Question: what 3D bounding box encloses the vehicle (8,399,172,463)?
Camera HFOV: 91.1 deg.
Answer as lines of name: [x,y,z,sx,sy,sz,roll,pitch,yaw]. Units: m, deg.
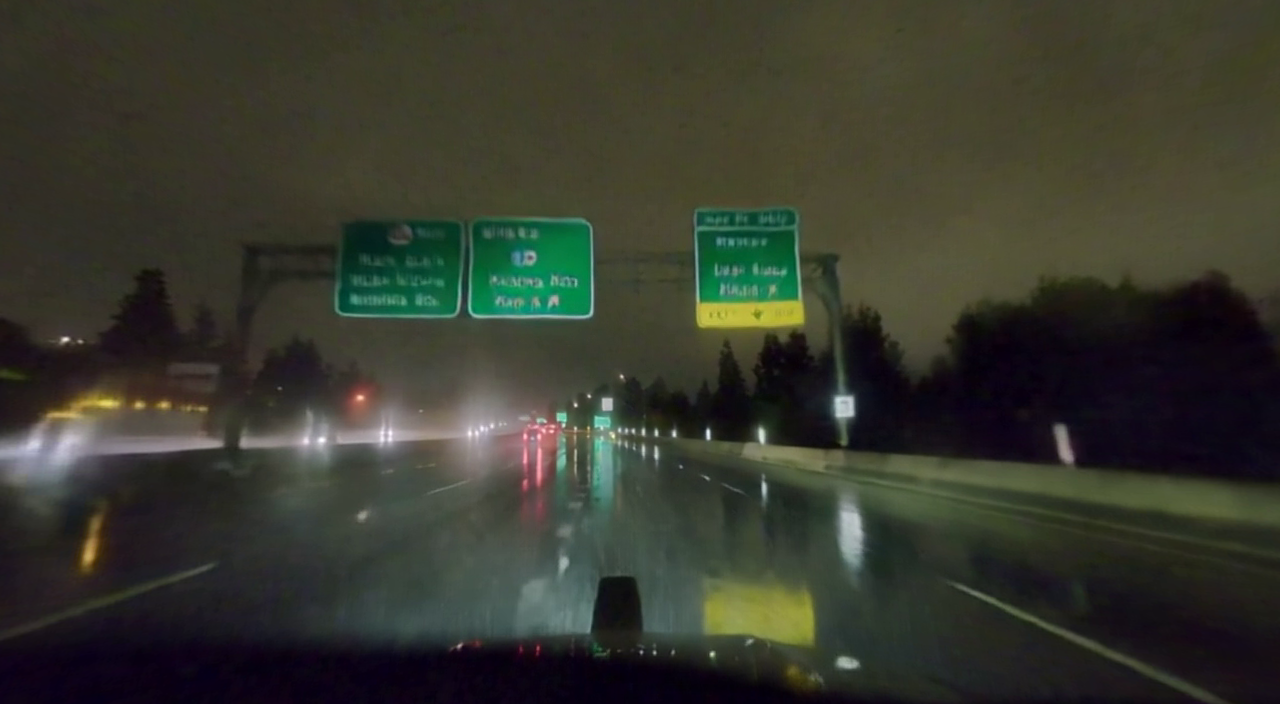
vehicle: [-29.567,4.333,34.331,2.628,3.088,7.182,0,-8,-3]
